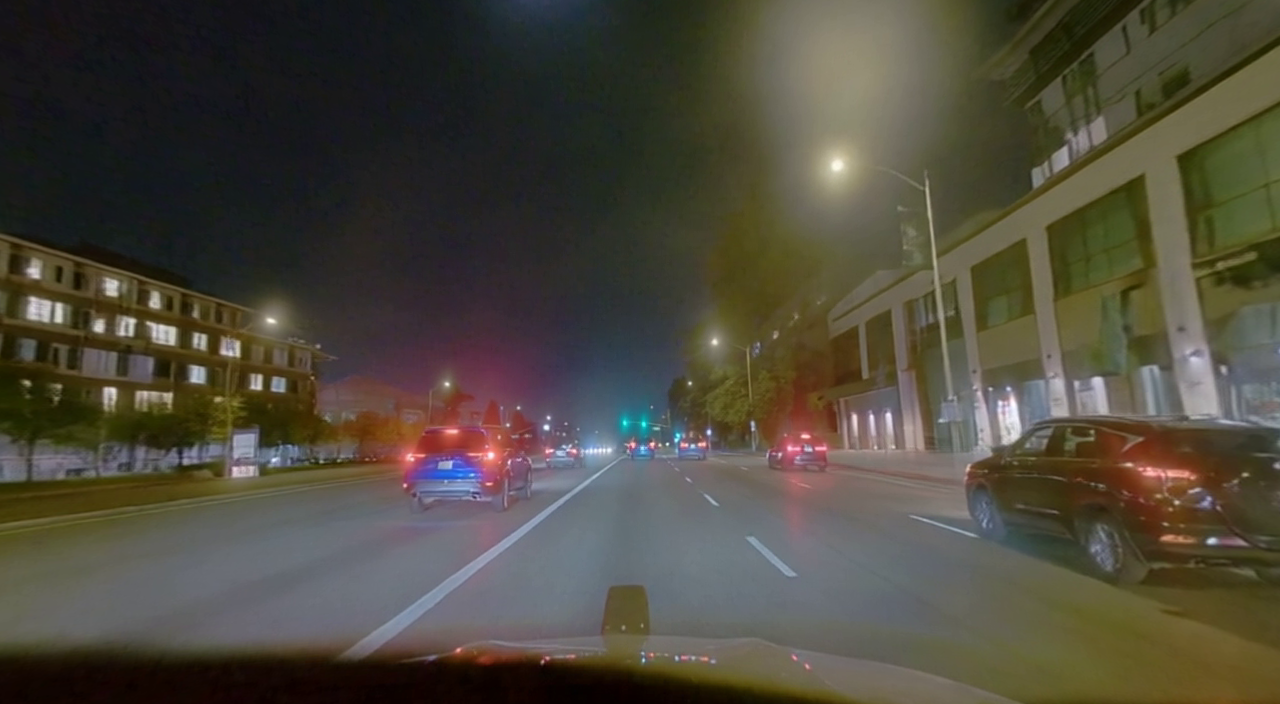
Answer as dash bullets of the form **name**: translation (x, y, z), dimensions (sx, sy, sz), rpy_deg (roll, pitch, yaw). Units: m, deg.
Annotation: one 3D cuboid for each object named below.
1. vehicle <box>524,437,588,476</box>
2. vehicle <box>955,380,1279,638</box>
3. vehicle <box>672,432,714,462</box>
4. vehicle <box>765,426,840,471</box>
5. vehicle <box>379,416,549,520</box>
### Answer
- **vehicle**: translation (-3.397, 4.309, 26.315), dimensions (2.036, 1.465, 4.301), rpy_deg (0, -8, 1)
- **vehicle**: translation (5.242, 1.329, 6.326), dimensions (2.088, 1.666, 4.512), rpy_deg (-1, -8, 5)
- **vehicle**: translation (3.353, 6.130, 40.759), dimensions (2.178, 1.804, 4.766), rpy_deg (0, -8, -1)
- **vehicle**: translation (7.097, 4.284, 28.017), dimensions (2.076, 1.793, 4.464), rpy_deg (0, -8, -1)
- **vehicle**: translation (-3.264, 2.264, 12.763), dimensions (2.141, 1.719, 4.379), rpy_deg (0, -8, 0)
